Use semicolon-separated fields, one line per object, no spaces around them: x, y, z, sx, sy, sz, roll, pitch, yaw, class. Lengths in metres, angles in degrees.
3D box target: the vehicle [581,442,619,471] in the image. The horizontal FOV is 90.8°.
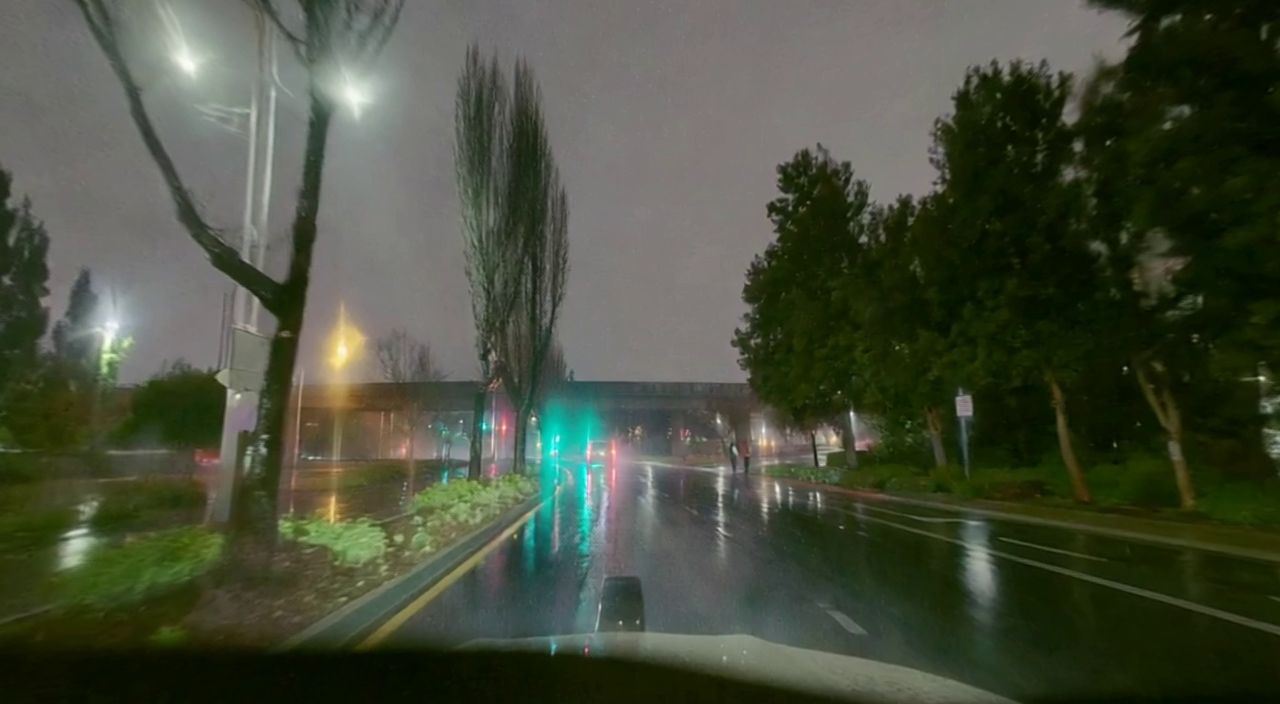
-2.591;6.638;40.270;2.184;1.713;4.231;1;-9;-6;vehicle
